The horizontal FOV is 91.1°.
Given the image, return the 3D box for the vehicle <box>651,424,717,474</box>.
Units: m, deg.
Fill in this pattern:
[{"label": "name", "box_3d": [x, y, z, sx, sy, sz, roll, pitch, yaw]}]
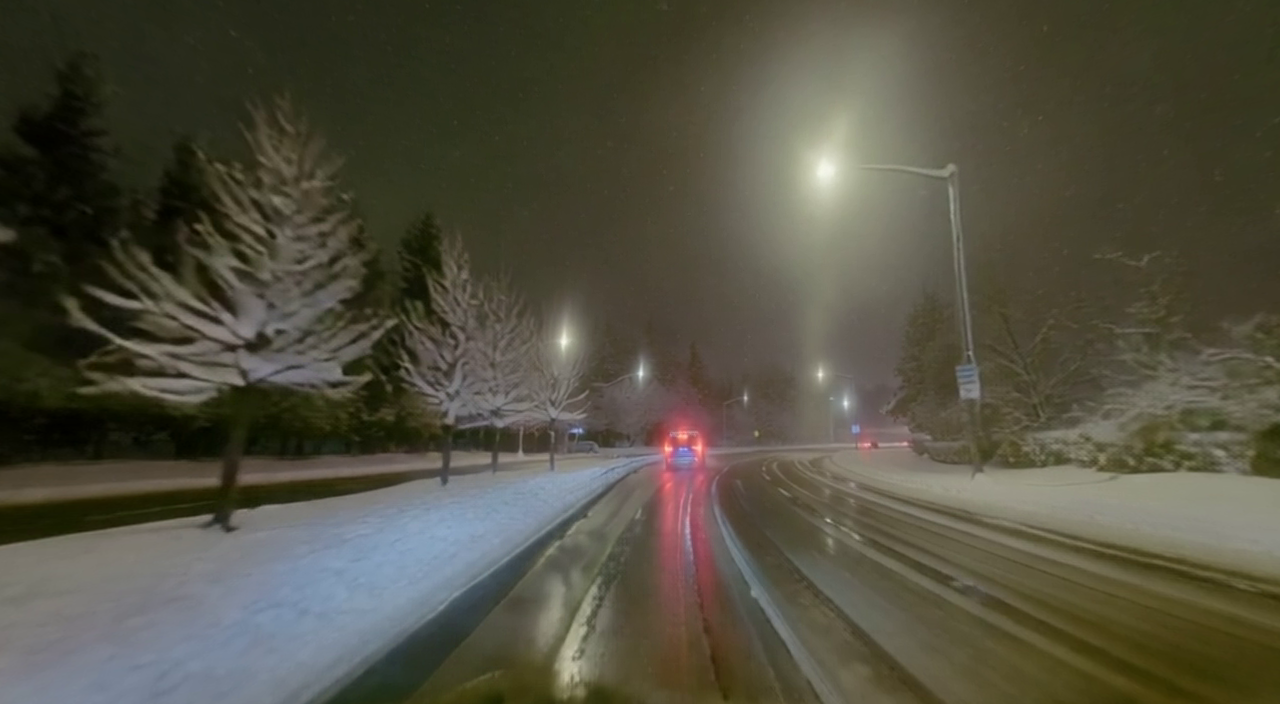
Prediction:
[{"label": "vehicle", "box_3d": [2.042, 4.220, 27.376, 2.371, 1.926, 5.615, -1, -9, 9]}]
